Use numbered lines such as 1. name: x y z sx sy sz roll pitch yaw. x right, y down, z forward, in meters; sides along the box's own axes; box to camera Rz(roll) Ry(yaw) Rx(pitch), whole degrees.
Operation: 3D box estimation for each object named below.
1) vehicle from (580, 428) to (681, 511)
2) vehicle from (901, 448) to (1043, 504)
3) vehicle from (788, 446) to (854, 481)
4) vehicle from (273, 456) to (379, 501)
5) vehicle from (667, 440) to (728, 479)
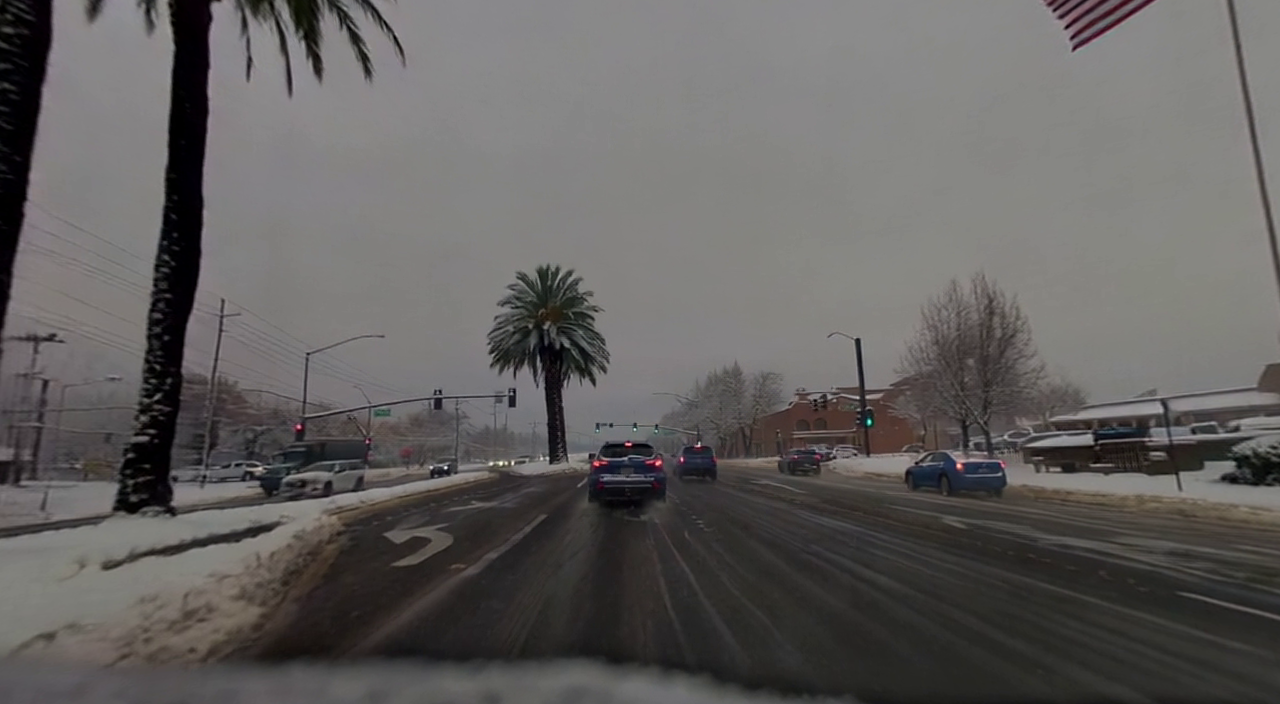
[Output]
1. vehicle: -0.266 3.152 17.436 2.402 1.938 4.535 0 -9 -1
2. vehicle: 9.911 3.706 19.316 1.967 1.485 4.267 0 -9 -1
3. vehicle: 9.773 6.019 34.503 2.155 1.779 4.582 0 -9 -1
4. vehicle: -12.028 4.845 24.557 1.965 1.475 4.209 0 -9 -1
5. vehicle: 3.108 6.048 35.879 2.773 2.021 6.212 0 -9 -1
